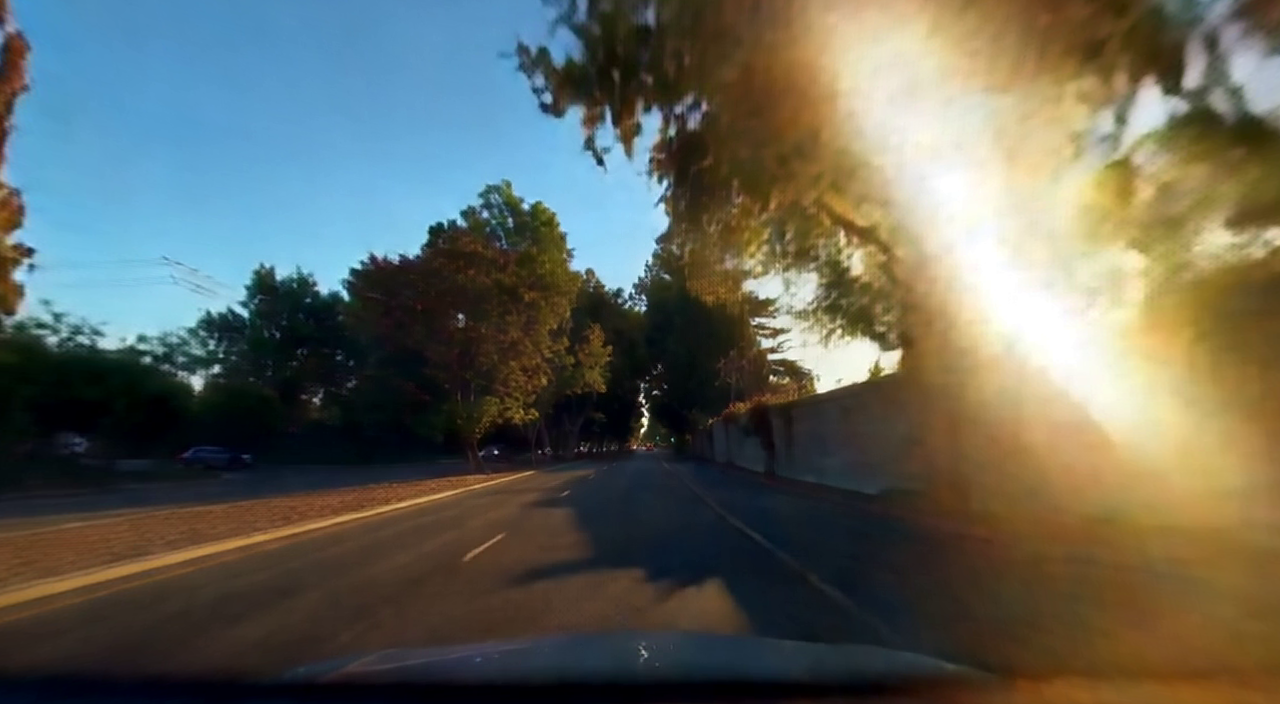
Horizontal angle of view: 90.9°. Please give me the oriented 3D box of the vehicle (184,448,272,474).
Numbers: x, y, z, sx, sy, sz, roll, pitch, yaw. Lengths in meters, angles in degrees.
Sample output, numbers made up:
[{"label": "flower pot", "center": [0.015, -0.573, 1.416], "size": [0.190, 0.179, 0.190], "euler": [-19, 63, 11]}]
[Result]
[{"label": "vehicle", "center": [-25.950, 6.854, 39.832], "size": [4.188, 1.536, 1.845], "euler": [0, -8, -3]}]
